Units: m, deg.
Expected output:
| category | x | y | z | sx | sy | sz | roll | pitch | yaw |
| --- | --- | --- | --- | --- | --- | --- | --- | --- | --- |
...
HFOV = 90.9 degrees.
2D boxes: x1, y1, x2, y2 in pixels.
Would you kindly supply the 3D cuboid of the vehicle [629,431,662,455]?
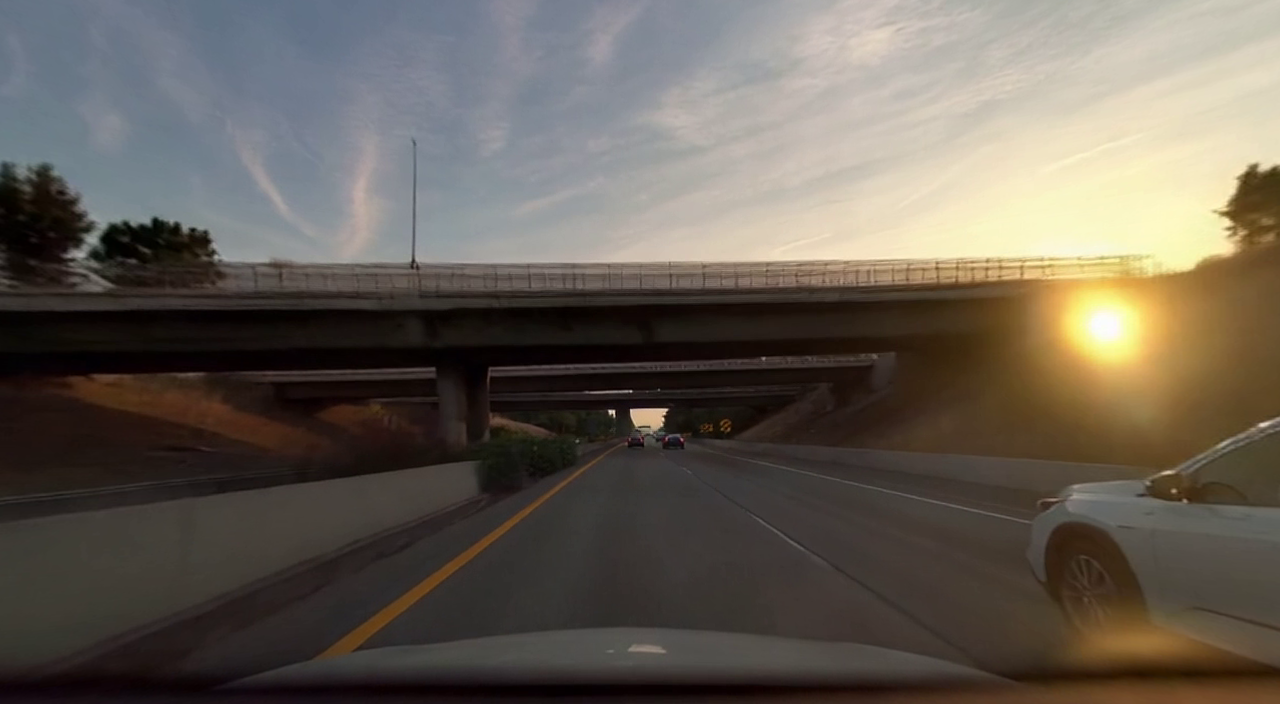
| category | x | y | z | sx | sy | sz | roll | pitch | yaw |
| --- | --- | --- | --- | --- | --- | --- | --- | --- | --- |
| vehicle | 0.322 | 6.068 | 42.084 | 1.981 | 1.490 | 3.449 | 0 | -8 | -2 |
